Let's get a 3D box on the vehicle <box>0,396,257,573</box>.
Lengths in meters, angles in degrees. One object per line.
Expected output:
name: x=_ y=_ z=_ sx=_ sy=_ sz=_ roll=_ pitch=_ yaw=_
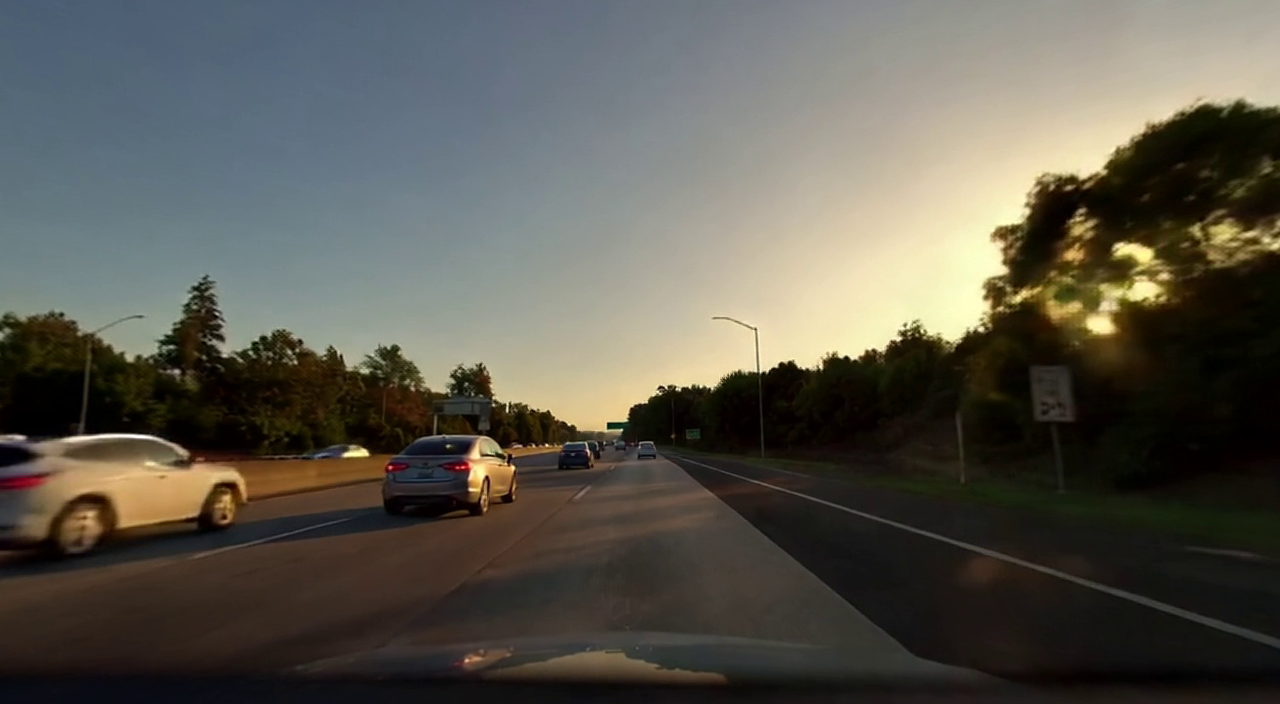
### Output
vehicle: x=-7.314 y=1.493 z=7.463 sx=2.134 sy=1.715 sz=5.231 roll=0 pitch=-8 yaw=1

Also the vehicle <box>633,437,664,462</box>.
vehicle: x=0.620 y=7.347 z=47.354 sx=2.285 sy=1.797 sz=4.478 roll=0 pitch=-8 yaw=0

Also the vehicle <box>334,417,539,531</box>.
vehicle: x=-3.425 y=2.181 z=11.904 sx=2.040 sy=1.672 sz=5.122 roll=0 pitch=-8 yaw=2

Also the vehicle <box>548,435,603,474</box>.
vehicle: x=-3.007 y=4.864 z=30.027 sx=2.056 sy=1.679 sz=4.204 roll=0 pitch=-8 yaw=2
